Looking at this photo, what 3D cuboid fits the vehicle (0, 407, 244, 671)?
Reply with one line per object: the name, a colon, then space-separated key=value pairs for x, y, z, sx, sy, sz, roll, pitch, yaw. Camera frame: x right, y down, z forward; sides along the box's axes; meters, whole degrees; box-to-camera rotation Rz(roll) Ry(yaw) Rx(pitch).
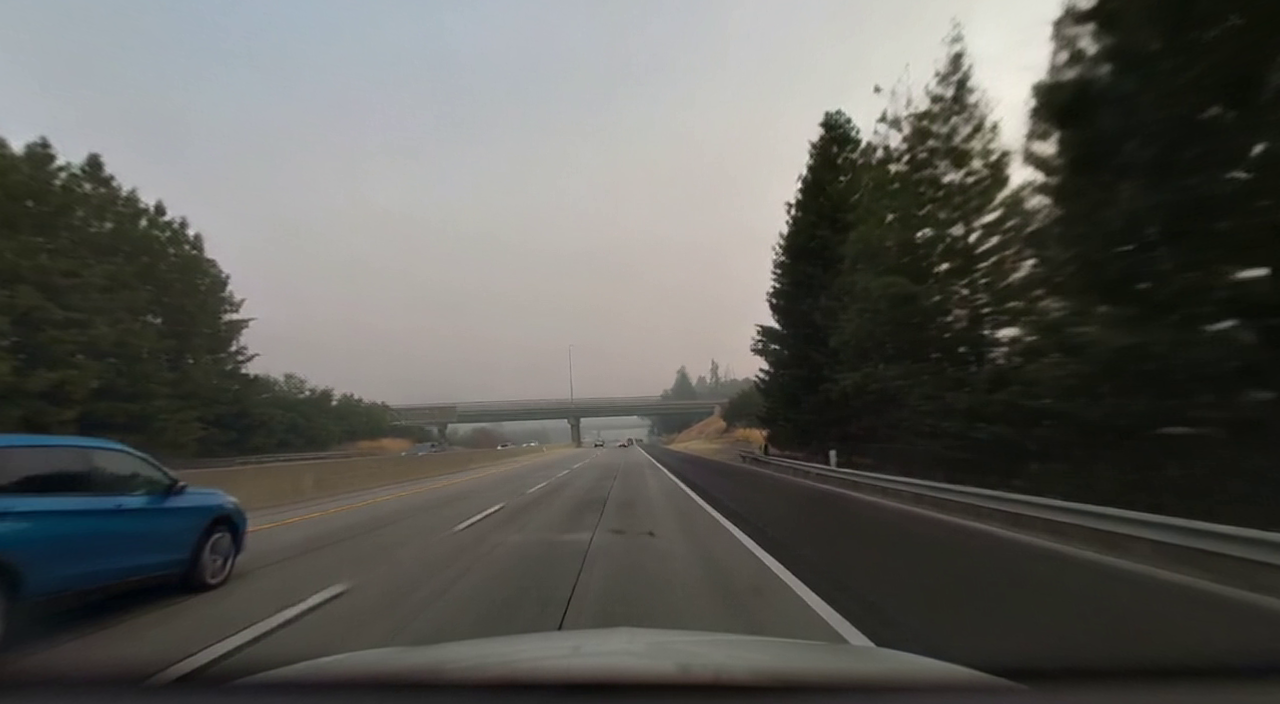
vehicle: x=-4.691 y=1.124 z=3.955 sx=1.965 sy=1.513 sz=3.774 roll=0 pitch=-8 yaw=-1
